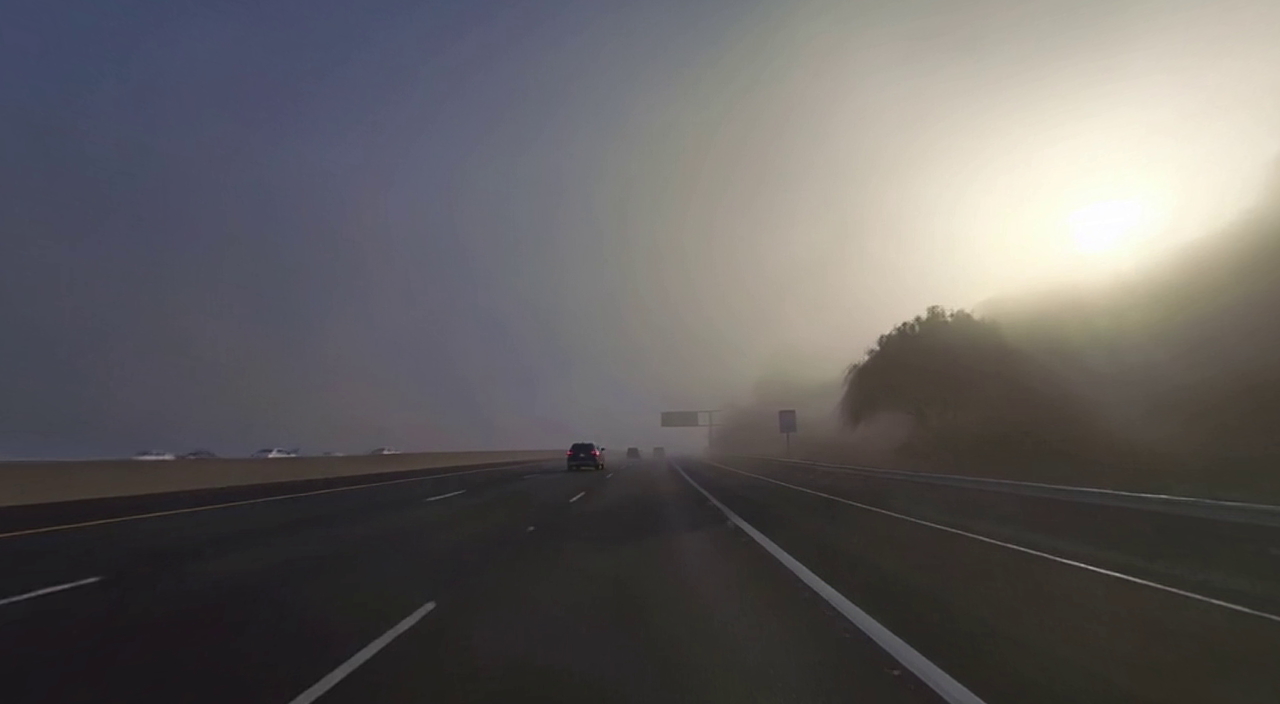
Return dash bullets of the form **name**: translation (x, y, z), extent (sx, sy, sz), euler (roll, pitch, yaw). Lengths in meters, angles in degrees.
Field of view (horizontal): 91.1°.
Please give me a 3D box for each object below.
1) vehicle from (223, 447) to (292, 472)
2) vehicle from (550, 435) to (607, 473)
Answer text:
- **vehicle**: translation (-27.527, 7.715, 45.361), extent (2.016, 1.671, 4.537), euler (0, -8, 2)
- **vehicle**: translation (-3.189, 5.459, 33.868), extent (2.413, 1.896, 5.218), euler (0, -8, 1)
